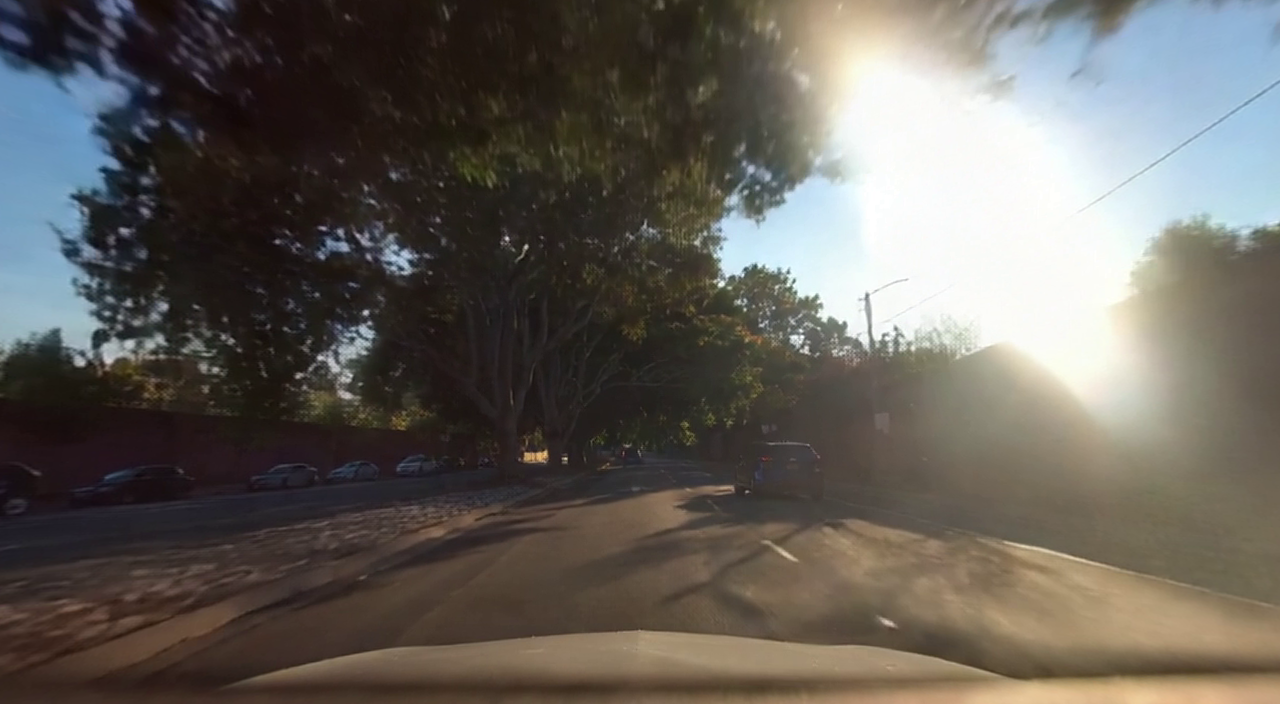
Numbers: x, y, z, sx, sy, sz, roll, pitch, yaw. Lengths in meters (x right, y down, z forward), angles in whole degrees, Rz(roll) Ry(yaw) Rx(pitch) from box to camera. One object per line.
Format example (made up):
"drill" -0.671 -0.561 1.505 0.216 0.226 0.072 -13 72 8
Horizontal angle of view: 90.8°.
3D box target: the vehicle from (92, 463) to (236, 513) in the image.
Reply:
"vehicle" -17.097 4.870 22.998 1.933 1.494 4.259 0 -8 0

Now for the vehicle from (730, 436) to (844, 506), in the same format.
"vehicle" 4.074 3.386 18.407 2.155 1.752 4.456 0 -9 -1

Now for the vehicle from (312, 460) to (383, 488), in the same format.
"vehicle" -17.687 7.397 38.500 2.071 1.489 4.724 -1 -9 0

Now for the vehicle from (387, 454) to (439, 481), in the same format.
"vehicle" -17.412 8.886 48.743 2.096 1.816 5.362 -4 -9 -1

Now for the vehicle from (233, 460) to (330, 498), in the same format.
"vehicle" -17.468 6.188 31.076 2.099 1.558 4.533 -1 -8 0
